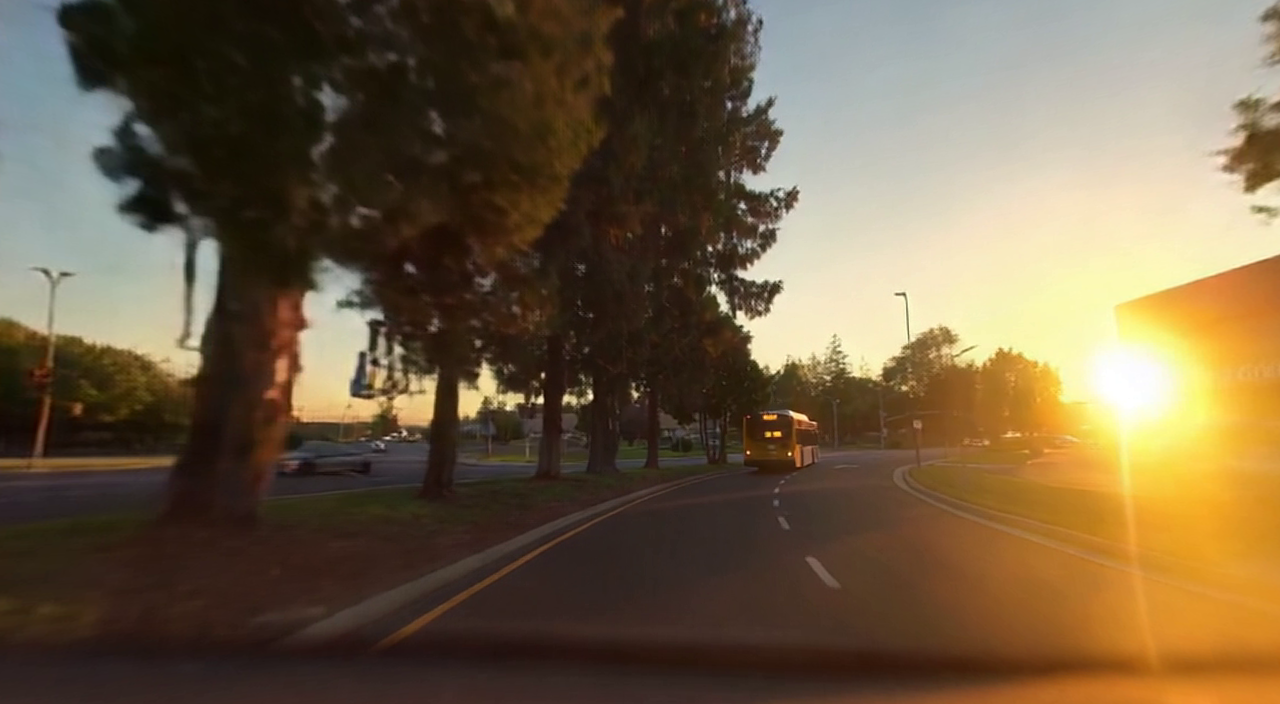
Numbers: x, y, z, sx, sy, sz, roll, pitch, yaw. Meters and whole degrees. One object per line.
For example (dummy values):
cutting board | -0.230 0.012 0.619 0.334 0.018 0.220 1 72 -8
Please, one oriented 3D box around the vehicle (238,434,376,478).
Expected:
vehicle | -12.582 3.977 24.143 1.887 1.494 4.443 -4 -10 21

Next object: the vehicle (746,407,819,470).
vehicle | 9.384 5.646 40.238 3.031 3.429 11.005 -3 -10 20

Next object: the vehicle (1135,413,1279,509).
vehicle | 14.753 2.331 13.581 5.856 1.945 2.183 -2 -9 13
